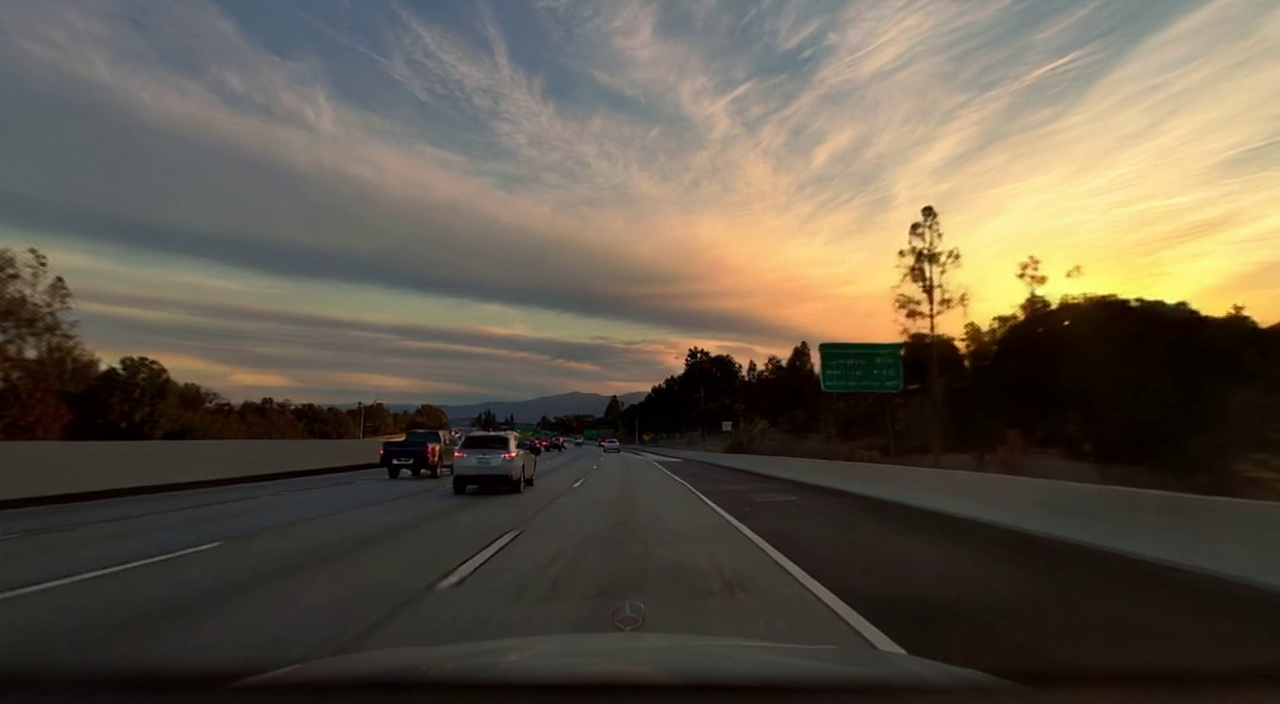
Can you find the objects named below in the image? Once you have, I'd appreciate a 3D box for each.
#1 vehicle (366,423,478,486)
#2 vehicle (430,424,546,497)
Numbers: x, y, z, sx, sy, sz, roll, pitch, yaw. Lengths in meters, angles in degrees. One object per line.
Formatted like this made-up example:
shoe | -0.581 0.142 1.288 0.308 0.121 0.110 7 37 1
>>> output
vehicle | -7.552 3.614 22.419 2.160 1.949 5.293 0 -8 -1
vehicle | -4.187 3.086 18.273 2.142 1.789 5.009 0 -8 0
